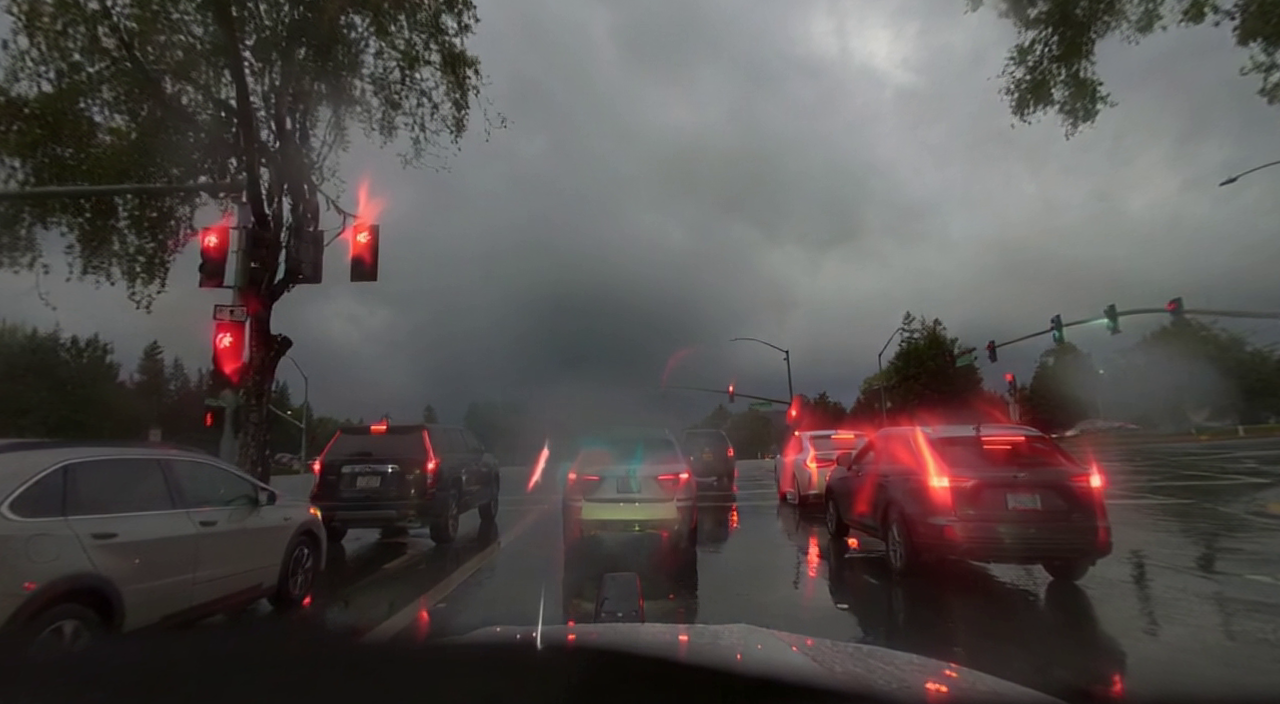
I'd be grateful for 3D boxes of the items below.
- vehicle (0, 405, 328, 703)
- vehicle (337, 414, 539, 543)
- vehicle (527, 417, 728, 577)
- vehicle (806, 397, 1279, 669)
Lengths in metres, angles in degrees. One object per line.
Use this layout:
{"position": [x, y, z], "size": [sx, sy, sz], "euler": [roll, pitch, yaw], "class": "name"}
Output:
{"position": [-3.343, 0.953, 2.373], "size": [1.863, 1.495, 4.667], "euler": [0, -8, 1], "class": "vehicle"}
{"position": [-3.211, 2.119, 11.184], "size": [2.048, 1.805, 4.405], "euler": [0, -8, 1], "class": "vehicle"}
{"position": [-0.096, 1.802, 8.561], "size": [2.106, 1.655, 3.717], "euler": [0, -8, 1], "class": "vehicle"}
{"position": [3.228, 1.443, 6.192], "size": [2.006, 1.659, 4.462], "euler": [0, -8, 1], "class": "vehicle"}
